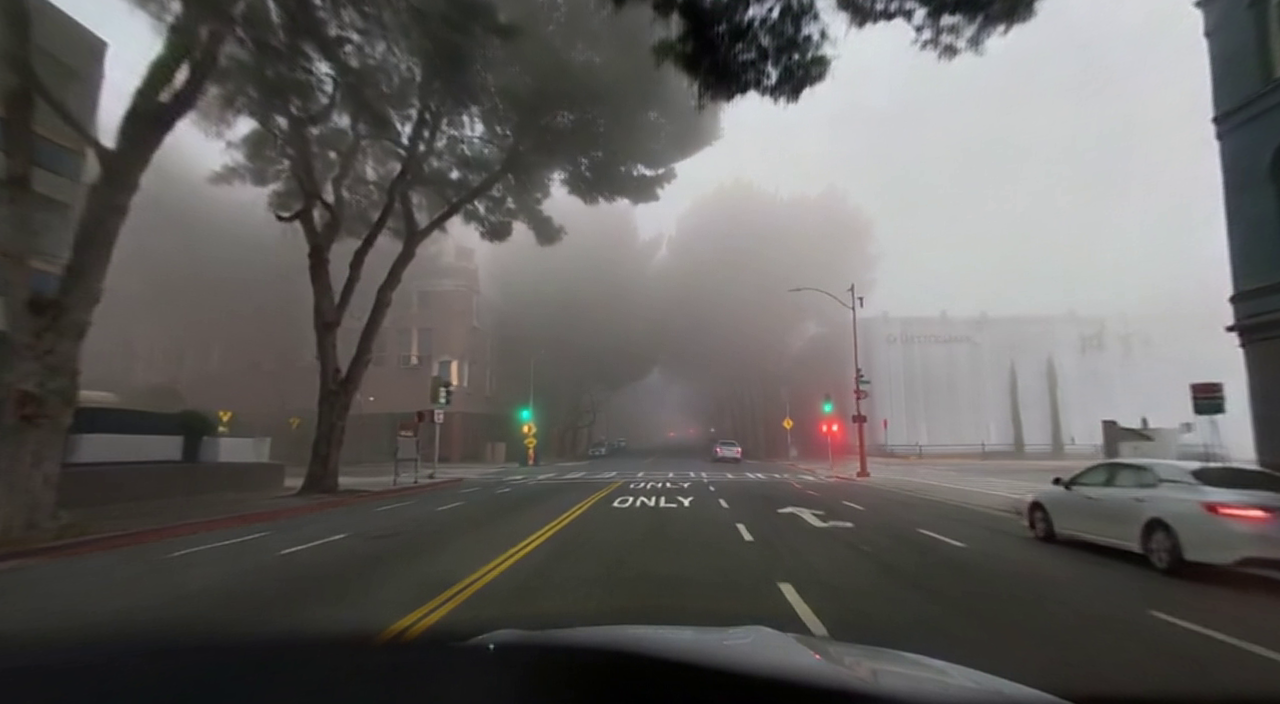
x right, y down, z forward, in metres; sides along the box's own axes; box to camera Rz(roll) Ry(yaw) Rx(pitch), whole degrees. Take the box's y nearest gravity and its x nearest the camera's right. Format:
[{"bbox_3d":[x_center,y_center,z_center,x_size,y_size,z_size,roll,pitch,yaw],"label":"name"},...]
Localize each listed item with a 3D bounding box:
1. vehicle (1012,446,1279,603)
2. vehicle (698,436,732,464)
[{"bbox_3d":[6.912,1.971,8.157,1.759,1.488,4.124,0,-8,2],"label":"vehicle"},{"bbox_3d":[5.277,6.963,44.915,1.971,1.919,4.748,0,-8,2],"label":"vehicle"}]
